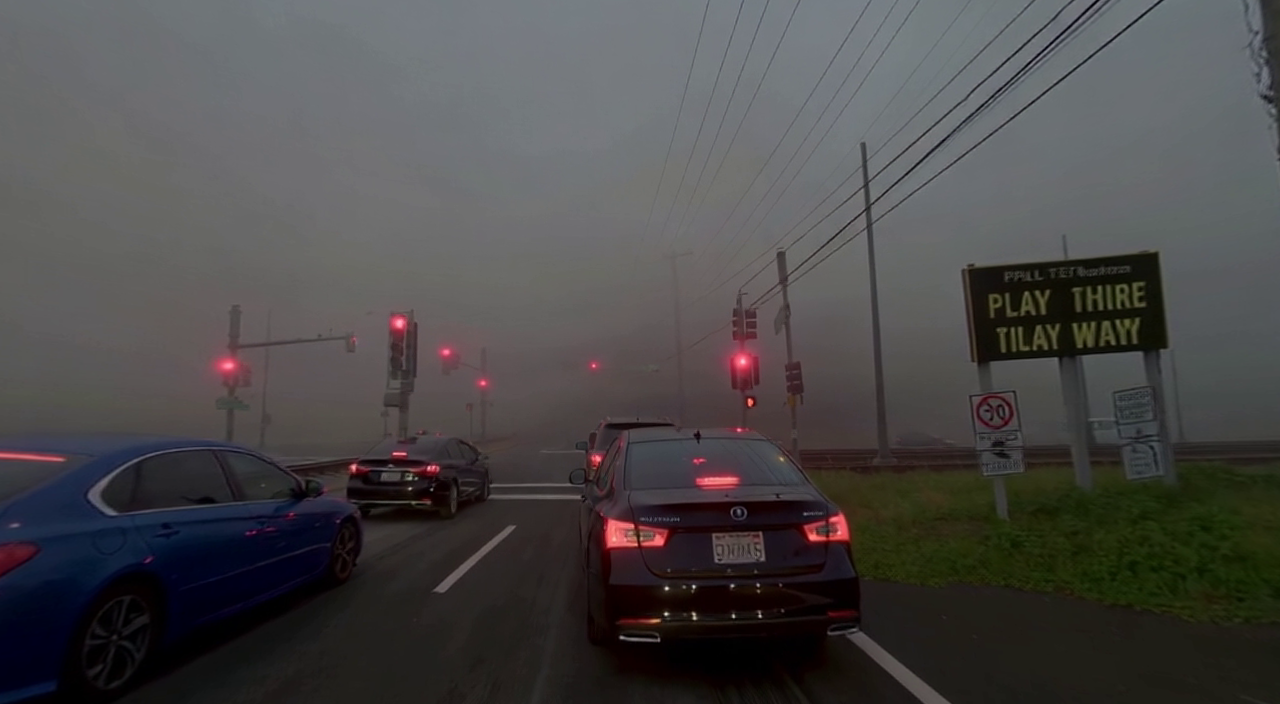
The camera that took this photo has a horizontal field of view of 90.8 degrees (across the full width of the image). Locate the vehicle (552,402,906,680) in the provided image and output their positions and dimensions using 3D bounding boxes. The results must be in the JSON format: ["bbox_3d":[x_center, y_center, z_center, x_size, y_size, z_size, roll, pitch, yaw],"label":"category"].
[{"bbox_3d":[0.392,1.352,5.601,1.998,1.529,3.960,1,-9,-4],"label":"vehicle"}]

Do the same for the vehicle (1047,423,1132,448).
[{"bbox_3d":[33.044,6.151,46.541,4.544,1.762,2.272,1,-9,-2],"label":"vehicle"}]

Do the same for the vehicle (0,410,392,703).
[{"bbox_3d":[-3.710,1.284,4.638,1.956,1.468,4.585,0,-9,-1],"label":"vehicle"}]

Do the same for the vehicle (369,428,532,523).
[{"bbox_3d":[-3.405,2.301,12.252,1.984,1.505,4.047,0,-9,-2],"label":"vehicle"}]
